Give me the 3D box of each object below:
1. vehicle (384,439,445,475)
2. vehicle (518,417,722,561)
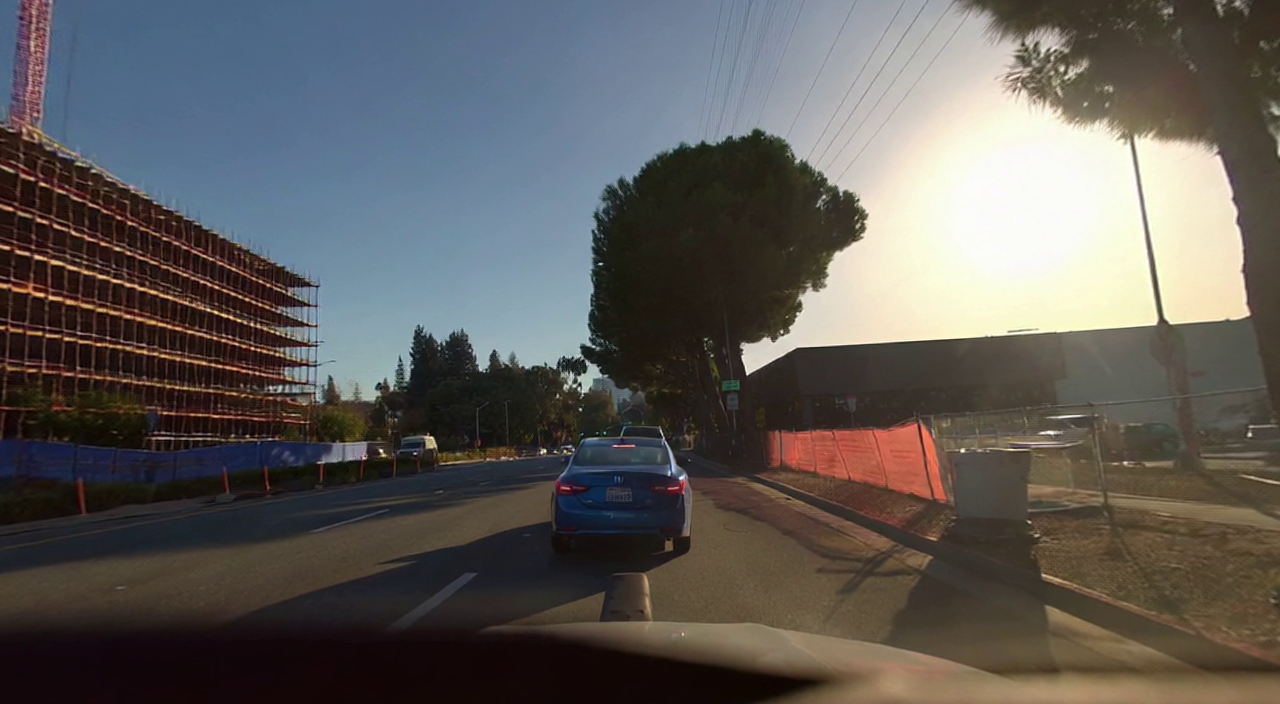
[{"bbox_3d":[-10.208,4.656,28.327,2.072,1.465,4.394,4,-9,-25],"label":"vehicle"},{"bbox_3d":[-0.215,1.725,8.649,2.112,1.482,4.076,0,-8,0],"label":"vehicle"}]
